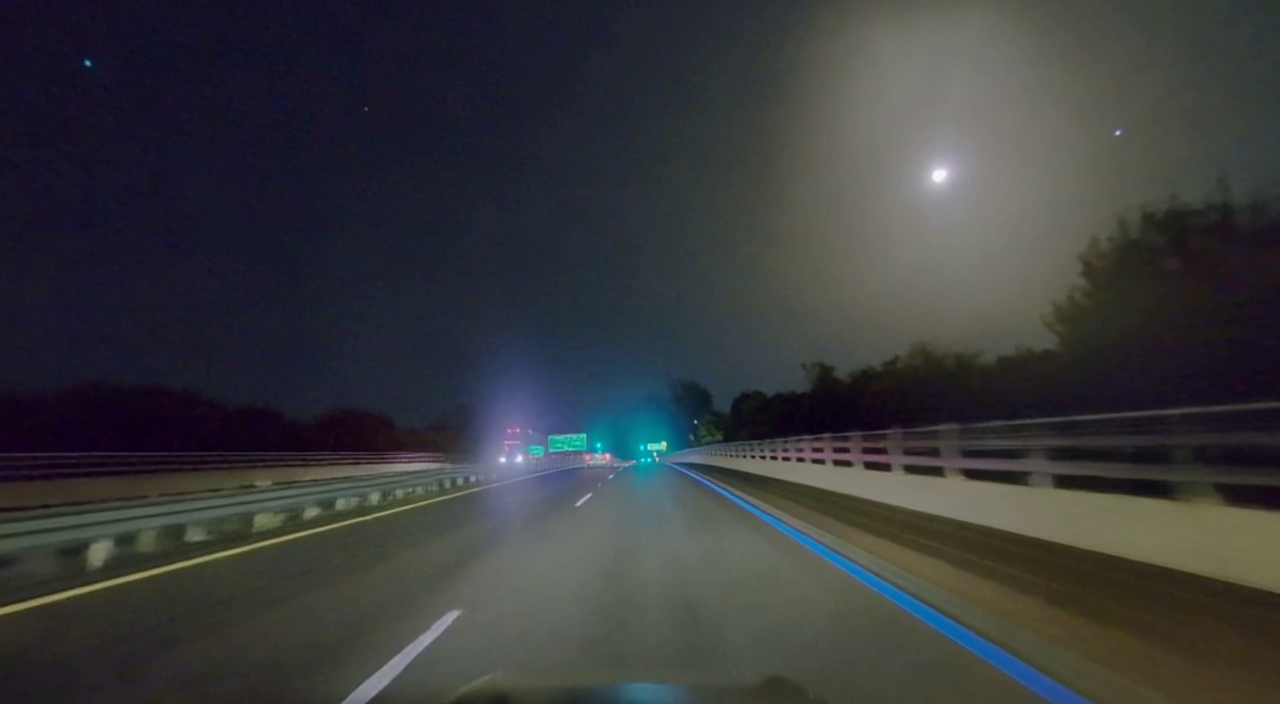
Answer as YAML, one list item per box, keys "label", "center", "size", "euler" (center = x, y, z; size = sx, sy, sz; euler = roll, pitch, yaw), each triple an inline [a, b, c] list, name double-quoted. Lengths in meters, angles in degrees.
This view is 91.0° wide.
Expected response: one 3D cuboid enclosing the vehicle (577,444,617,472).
- label: "vehicle"
  center: [-2.459, 6.172, 36.788]
  size: [2.050, 1.530, 4.144]
  euler: [0, -8, 0]
